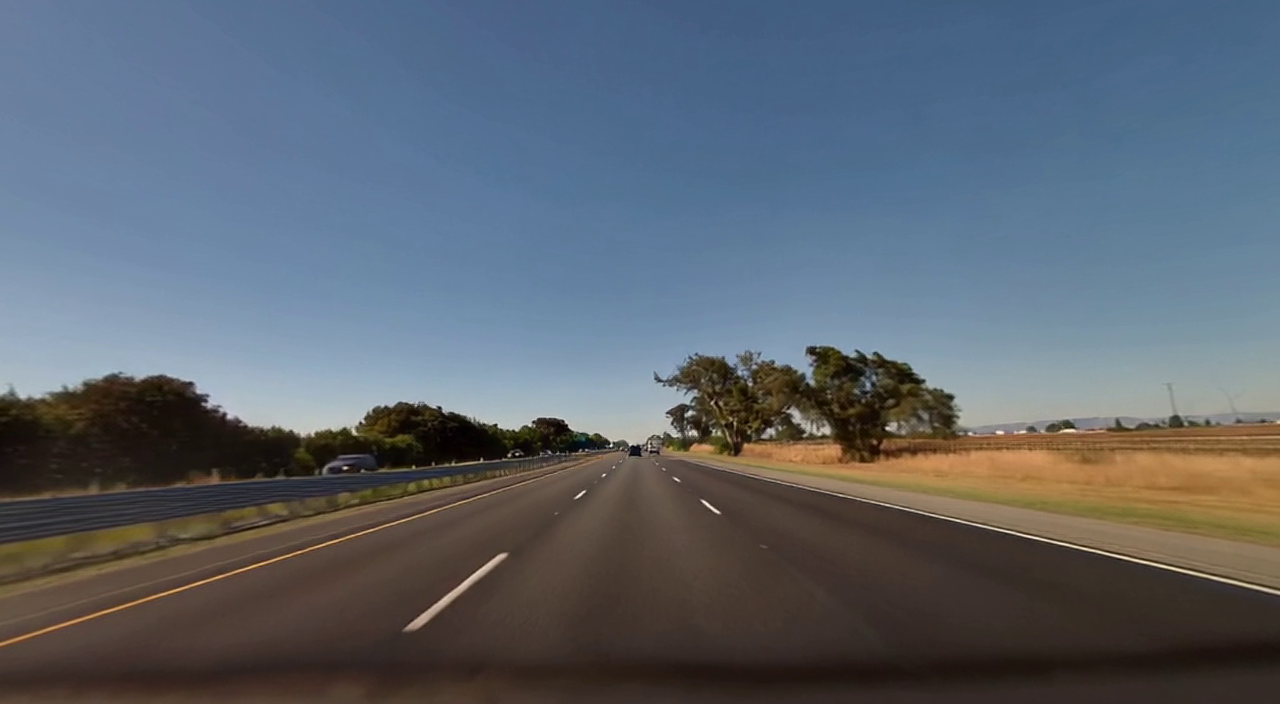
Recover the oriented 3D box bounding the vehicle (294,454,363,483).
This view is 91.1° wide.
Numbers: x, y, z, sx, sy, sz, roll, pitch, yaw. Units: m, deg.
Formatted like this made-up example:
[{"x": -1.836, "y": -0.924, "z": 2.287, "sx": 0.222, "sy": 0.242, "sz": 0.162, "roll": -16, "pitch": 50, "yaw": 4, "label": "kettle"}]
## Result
[{"x": -17.176, "y": 6.406, "z": 34.864, "sx": 1.792, "sy": 1.469, "sz": 3.906, "roll": 0, "pitch": -9, "yaw": 0, "label": "vehicle"}]
